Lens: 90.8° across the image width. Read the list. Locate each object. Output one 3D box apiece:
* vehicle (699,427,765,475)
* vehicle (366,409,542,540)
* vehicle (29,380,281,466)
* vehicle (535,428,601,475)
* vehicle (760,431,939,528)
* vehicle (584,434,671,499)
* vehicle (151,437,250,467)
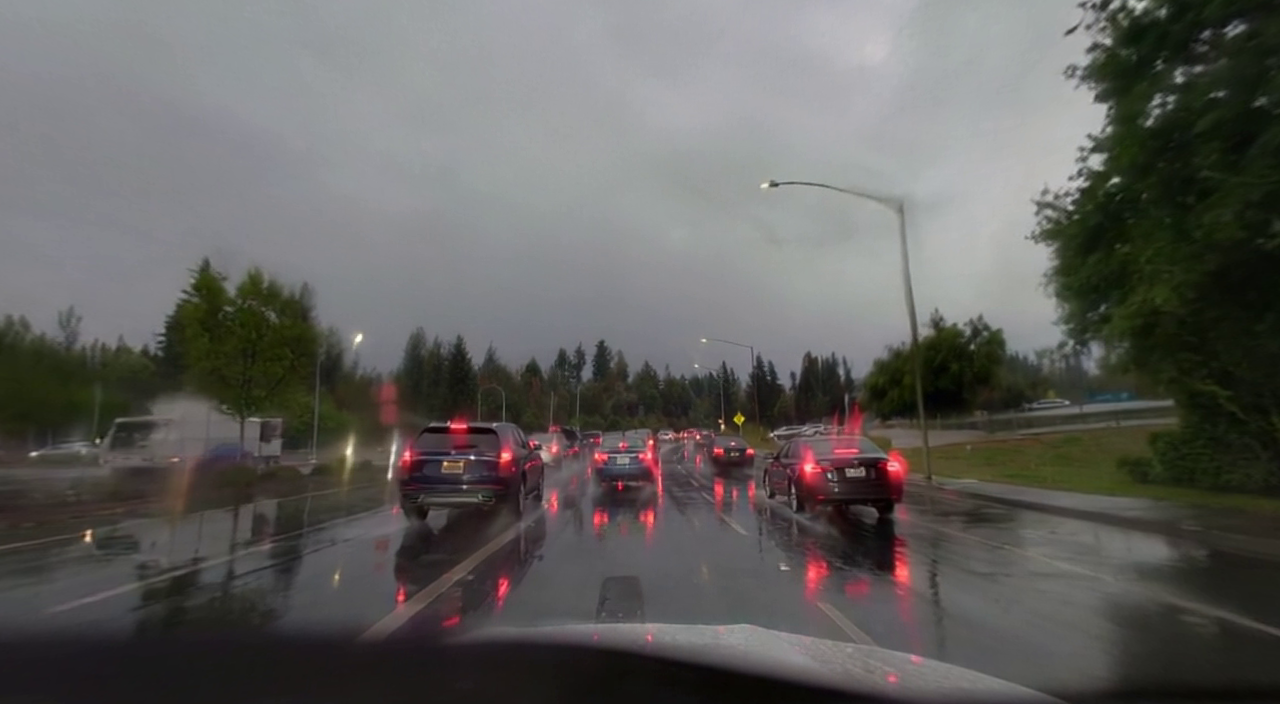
[{"bbox_3d":[3.829,4.207,27.058,2.099,1.845,4.363,0,-8,0],"label":"vehicle"},{"bbox_3d":[-2.921,2.045,11.264,2.111,1.745,5.274,1,-8,-7],"label":"vehicle"},{"bbox_3d":[-27.917,4.522,38.186,3.181,4.189,14.107,-1,-8,4],"label":"vehicle"},{"bbox_3d":[-3.013,4.295,27.391,2.218,1.829,4.492,0,-8,2],"label":"vehicle"},{"bbox_3d":[3.605,2.259,11.807,1.884,1.463,4.195,0,-8,0],"label":"vehicle"},{"bbox_3d":[-0.305,2.990,16.920,2.030,1.477,4.330,0,-8,0],"label":"vehicle"},{"bbox_3d":[-23.437,5.362,33.958,1.865,1.493,4.712,-1,-8,2],"label":"vehicle"}]
